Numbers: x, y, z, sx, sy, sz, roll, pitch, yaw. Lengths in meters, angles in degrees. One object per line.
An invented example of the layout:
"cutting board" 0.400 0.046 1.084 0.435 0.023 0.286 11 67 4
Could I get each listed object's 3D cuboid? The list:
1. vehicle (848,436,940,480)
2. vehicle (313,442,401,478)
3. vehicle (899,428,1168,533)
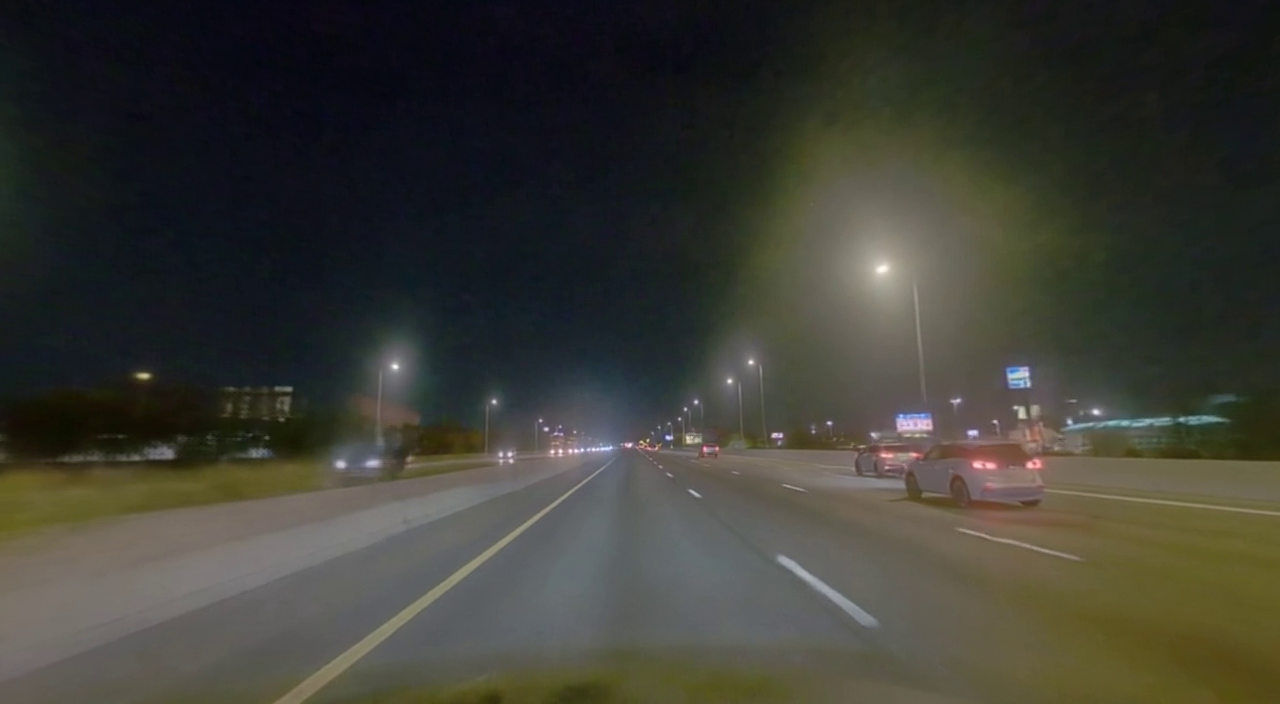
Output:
"vehicle" 10.753 4.510 27.130 2.068 1.680 4.361 -1 -8 0
"vehicle" -13.395 5.116 30.232 1.949 1.585 4.819 0 -8 0
"vehicle" 6.875 2.274 11.858 1.901 1.548 4.684 0 -9 -2
